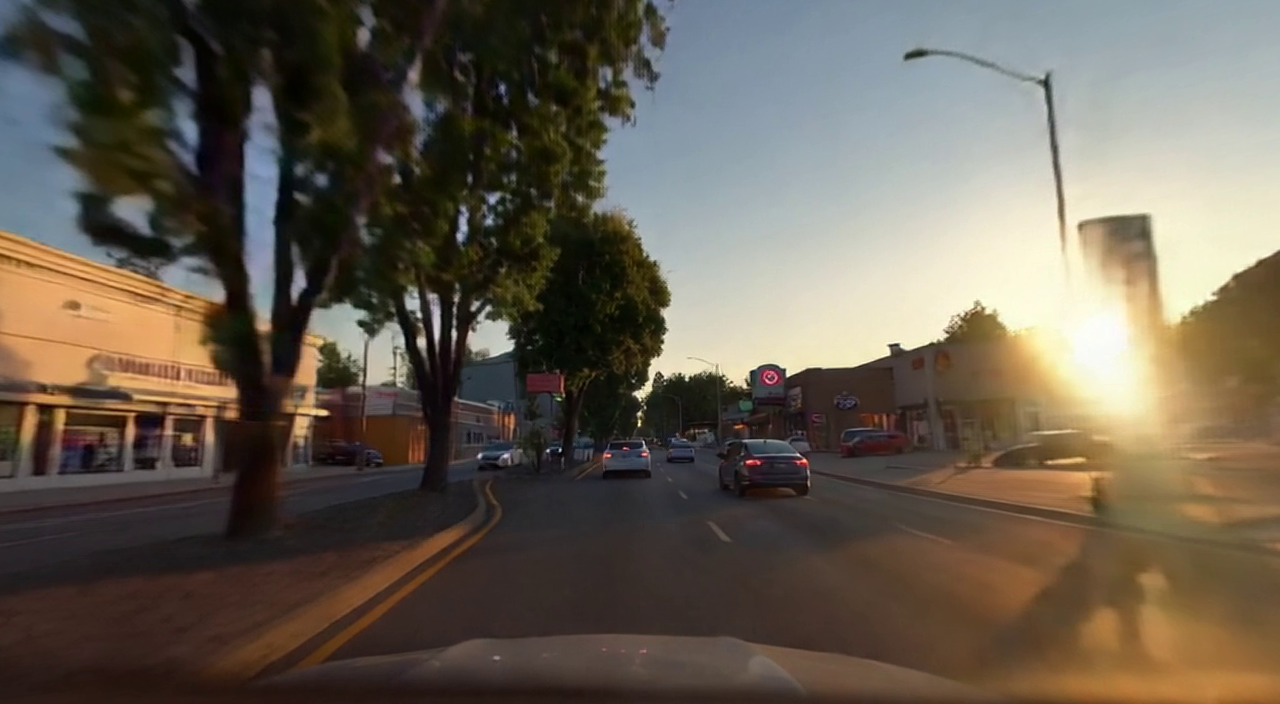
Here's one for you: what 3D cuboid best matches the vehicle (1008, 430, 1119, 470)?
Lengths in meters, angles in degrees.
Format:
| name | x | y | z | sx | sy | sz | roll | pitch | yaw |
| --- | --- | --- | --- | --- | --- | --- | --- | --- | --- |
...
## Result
| name | x | y | z | sx | sy | sz | roll | pitch | yaw |
| --- | --- | --- | --- | --- | --- | --- | --- | --- | --- |
| vehicle | 17.509 | 4.107 | 26.461 | 1.772 | 1.478 | 4.381 | 0 | -9 | 2 |

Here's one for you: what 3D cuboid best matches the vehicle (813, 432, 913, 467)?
| name | x | y | z | sx | sy | sz | roll | pitch | yaw |
| --- | --- | --- | --- | --- | --- | --- | --- | --- | --- |
| vehicle | 11.414 | 5.012 | 32.575 | 4.291 | 1.652 | 2.122 | 1 | -9 | -7 |

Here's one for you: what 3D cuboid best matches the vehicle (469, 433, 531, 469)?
| name | x | y | z | sx | sy | sz | roll | pitch | yaw |
| --- | --- | --- | --- | --- | --- | --- | --- | --- | --- |
| vehicle | -8.277 | 5.950 | 38.036 | 2.320 | 1.949 | 5.755 | -1 | -9 | 2 |

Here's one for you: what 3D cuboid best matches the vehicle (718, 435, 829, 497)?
| name | x | y | z | sx | sy | sz | roll | pitch | yaw |
| --- | --- | --- | --- | --- | --- | --- | --- | --- | --- |
| vehicle | 3.459 | 3.046 | 17.279 | 2.060 | 1.471 | 4.168 | 0 | -9 | -1 |

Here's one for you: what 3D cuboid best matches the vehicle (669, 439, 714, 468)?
| name | x | y | z | sx | sy | sz | roll | pitch | yaw |
| --- | --- | --- | --- | --- | --- | --- | --- | --- | --- |
| vehicle | 2.832 | 5.696 | 35.711 | 2.098 | 1.527 | 3.966 | 0 | -9 | -2 |

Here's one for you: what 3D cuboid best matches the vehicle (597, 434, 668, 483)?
| name | x | y | z | sx | sy | sz | roll | pitch | yaw |
| --- | --- | --- | --- | --- | --- | --- | --- | --- | --- |
| vehicle | -0.276 | 3.718 | 22.334 | 2.232 | 1.508 | 4.319 | 0 | -9 | -1 |
